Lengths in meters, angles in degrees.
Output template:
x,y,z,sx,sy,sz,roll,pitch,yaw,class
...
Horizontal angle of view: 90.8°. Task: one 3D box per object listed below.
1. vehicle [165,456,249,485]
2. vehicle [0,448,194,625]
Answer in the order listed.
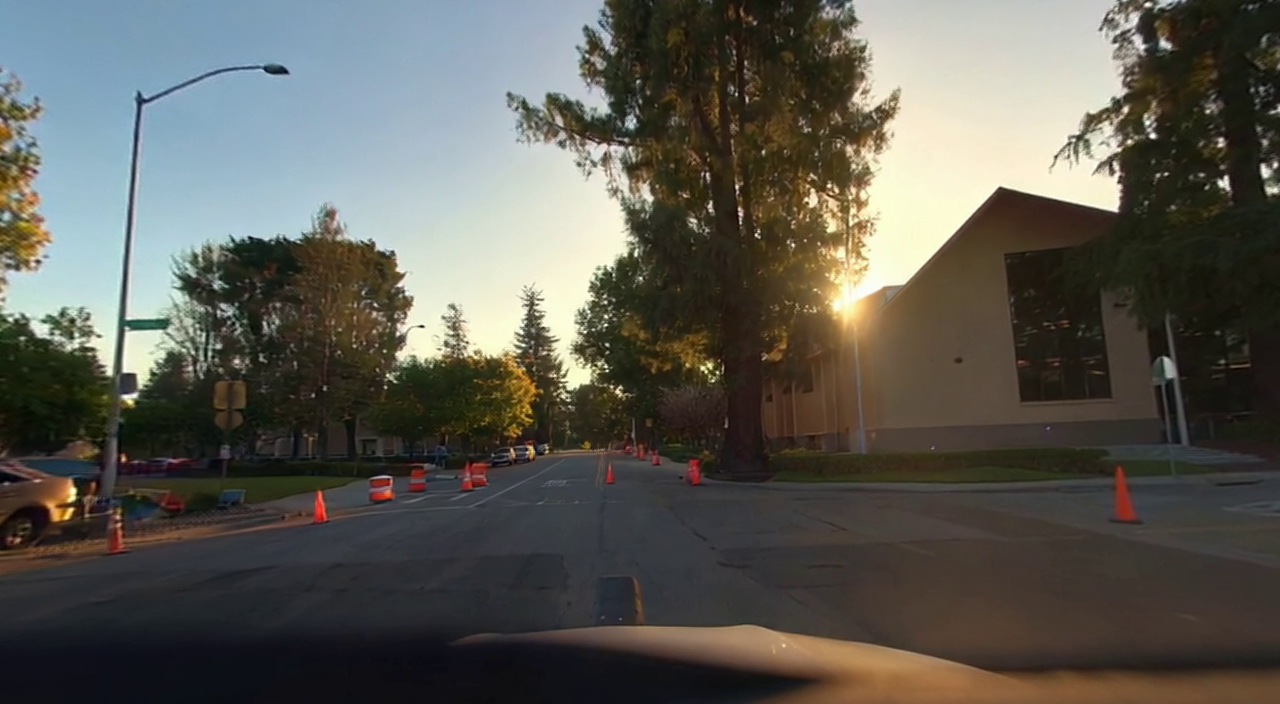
x,y,z,sx,sy,sz,roll,pitch,yaw,class
-23.607,6.452,34.665,1.771,1.432,4.363,1,-8,-5,vehicle
-7.652,1.676,5.258,2.961,1.701,7.563,1,-8,-5,vehicle
